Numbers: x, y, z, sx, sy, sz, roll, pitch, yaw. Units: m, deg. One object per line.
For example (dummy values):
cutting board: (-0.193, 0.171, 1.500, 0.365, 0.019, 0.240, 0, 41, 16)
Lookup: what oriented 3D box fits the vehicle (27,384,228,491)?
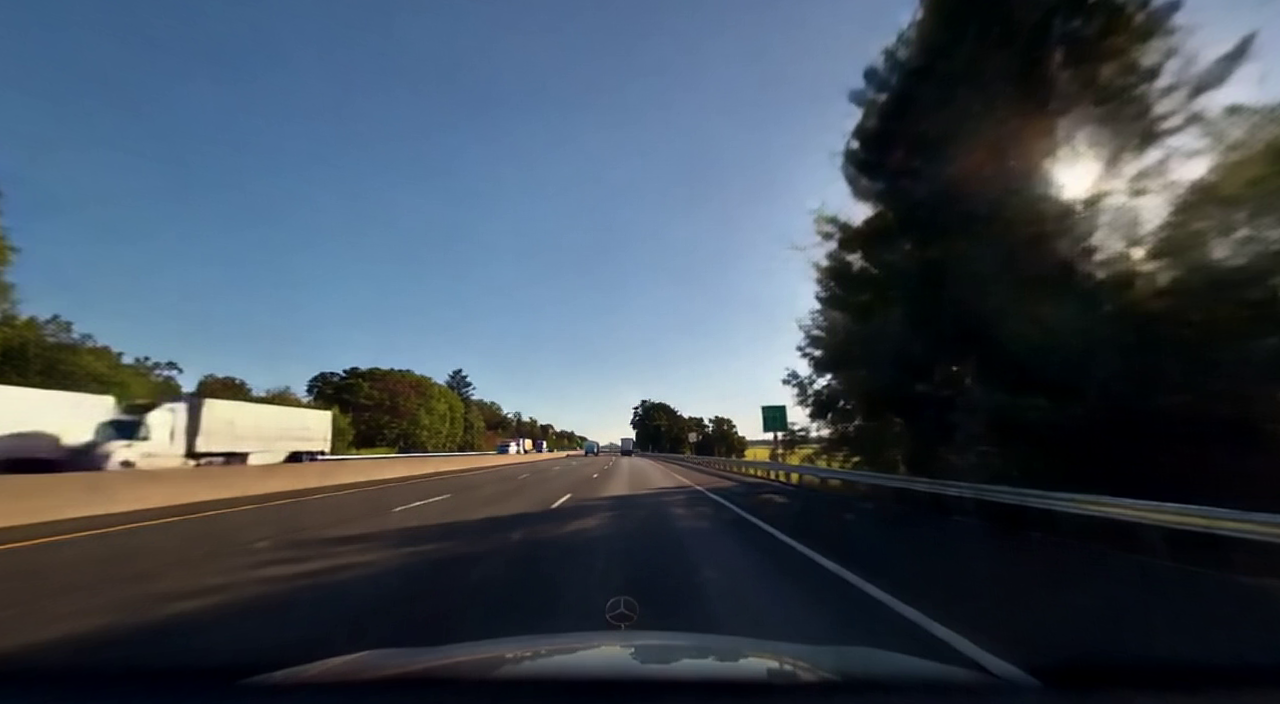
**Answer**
vehicle: (-20.418, 3.522, 25.769, 3.072, 3.828, 5.949, 0, -9, -1)
